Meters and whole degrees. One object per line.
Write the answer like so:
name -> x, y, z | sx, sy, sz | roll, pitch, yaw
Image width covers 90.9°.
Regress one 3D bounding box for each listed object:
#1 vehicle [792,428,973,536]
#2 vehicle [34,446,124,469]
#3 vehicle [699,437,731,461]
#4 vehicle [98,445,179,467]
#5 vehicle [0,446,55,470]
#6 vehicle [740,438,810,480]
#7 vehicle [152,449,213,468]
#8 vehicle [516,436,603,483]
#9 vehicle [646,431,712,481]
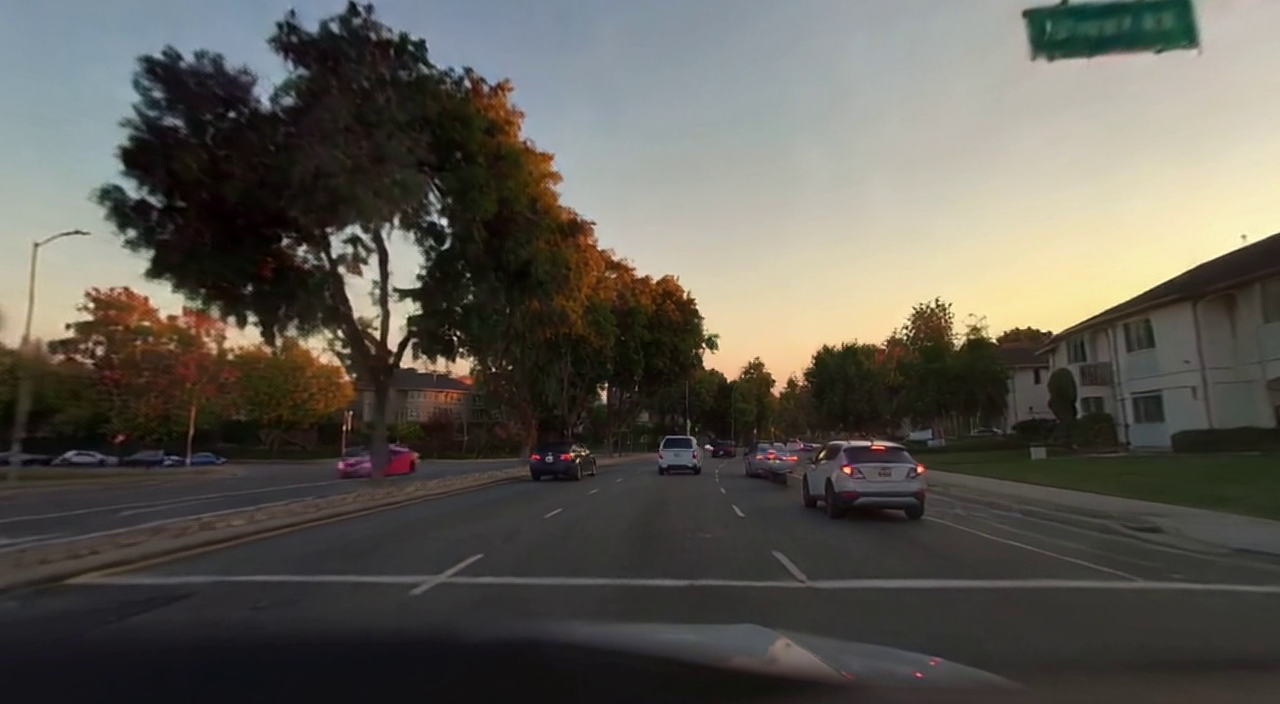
vehicle -> 3.935, 2.146, 10.910 | 1.859, 1.540, 3.454 | 0, -9, 2
vehicle -> -37.612, 7.061, 42.323 | 4.194, 1.493, 1.992 | 0, -9, 2
vehicle -> 5.459, 7.026, 45.569 | 1.798, 1.660, 3.946 | -2, -9, 13
vehicle -> -35.743, 7.421, 44.995 | 4.101, 1.535, 2.002 | 0, -8, 4
vehicle -> -39.791, 6.688, 39.796 | 3.614, 1.399, 2.065 | 0, -8, 3
vehicle -> 5.108, 4.099, 24.371 | 2.117, 1.472, 4.158 | -1, -9, 5
vehicle -> -34.587, 8.038, 47.681 | 3.413, 1.370, 1.645 | -1, -9, 3
vehicle -> -2.708, 3.764, 22.367 | 2.006, 1.464, 4.586 | -1, -9, 7
vehicle -> 1.647, 4.128, 25.229 | 2.250, 1.768, 4.574 | -1, -9, 8
